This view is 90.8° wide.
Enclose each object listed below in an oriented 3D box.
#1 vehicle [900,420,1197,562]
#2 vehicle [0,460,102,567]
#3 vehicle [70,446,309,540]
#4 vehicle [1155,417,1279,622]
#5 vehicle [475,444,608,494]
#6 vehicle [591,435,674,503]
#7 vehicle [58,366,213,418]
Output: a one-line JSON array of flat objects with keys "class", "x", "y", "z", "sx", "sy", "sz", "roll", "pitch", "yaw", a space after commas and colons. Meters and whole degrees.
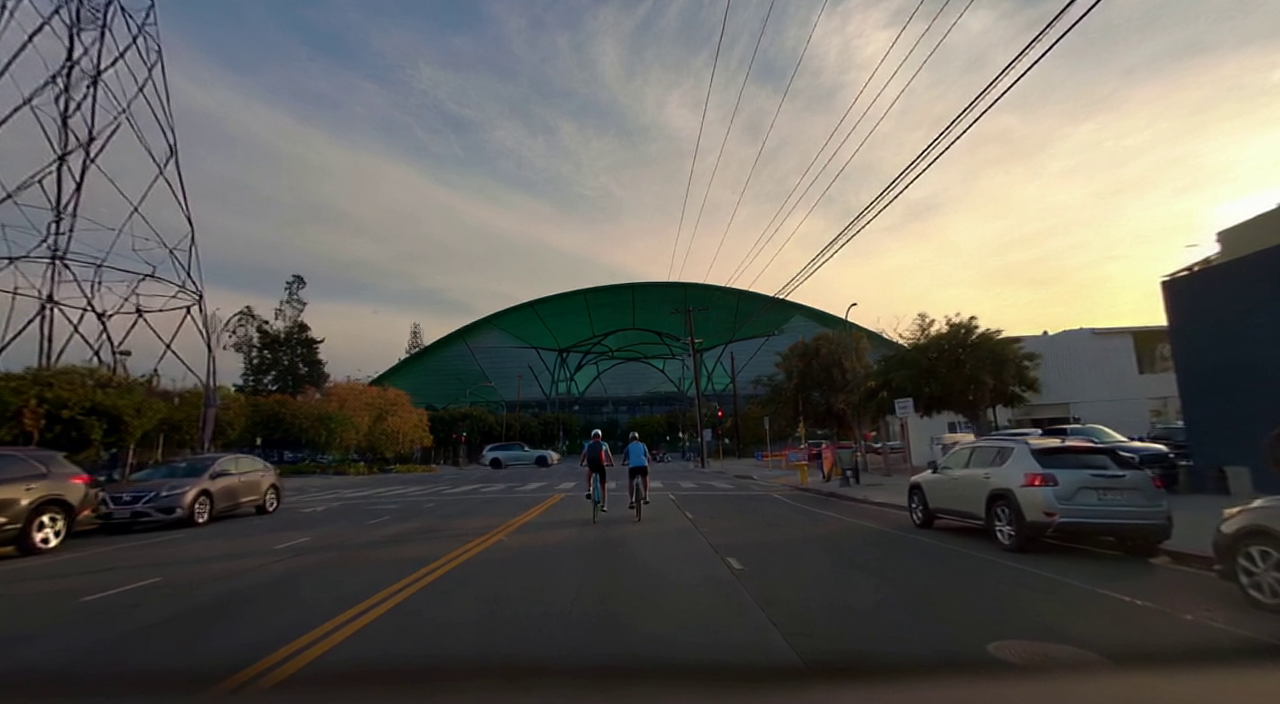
[{"class": "vehicle", "x": 5.831, "y": 1.993, "z": 9.779, "sx": 1.873, "sy": 1.714, "sz": 3.979, "roll": 0, "pitch": -8, "yaw": 0}, {"class": "vehicle", "x": -10.222, "y": 2.268, "z": 8.524, "sx": 1.904, "sy": 1.495, "sz": 4.585, "roll": 0, "pitch": -8, "yaw": -1}, {"class": "vehicle", "x": -10.260, "y": 3.169, "z": 15.053, "sx": 2.075, "sy": 1.816, "sz": 4.900, "roll": 0, "pitch": -8, "yaw": -1}, {"class": "vehicle", "x": 5.897, "y": 1.159, "z": 3.976, "sx": 1.900, "sy": 1.566, "sz": 3.995, "roll": 0, "pitch": -8, "yaw": 0}, {"class": "vehicle", "x": -3.988, "y": 4.657, "z": 25.473, "sx": 4.961, "sy": 1.832, "sz": 2.287, "roll": 3, "pitch": -9, "yaw": -17}, {"class": "vehicle", "x": -0.173, "y": 3.407, "z": 18.787, "sx": 2.190, "sy": 1.783, "sz": 4.048, "roll": 0, "pitch": -8, "yaw": 1}, {"class": "vehicle", "x": -17.107, "y": 1.394, "z": 21.573, "sx": 3.685, "sy": 1.584, "sz": 1.708, "roll": 1, "pitch": -9, "yaw": -3}]
